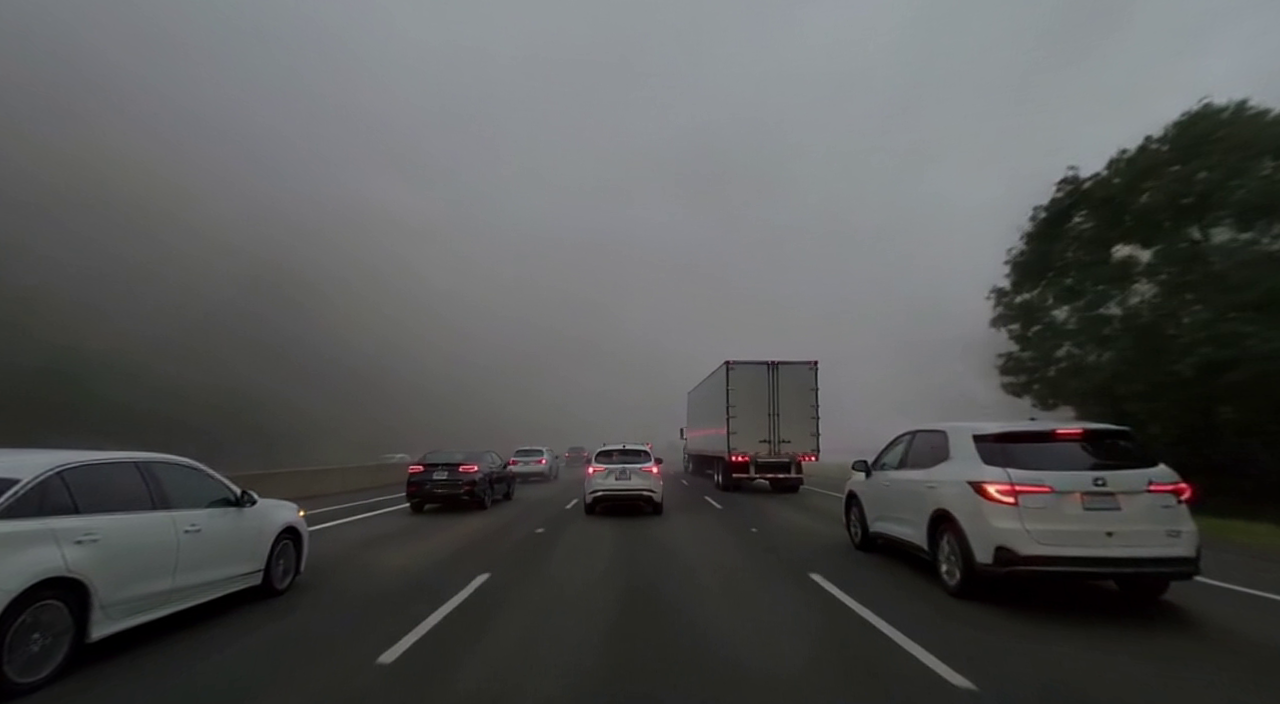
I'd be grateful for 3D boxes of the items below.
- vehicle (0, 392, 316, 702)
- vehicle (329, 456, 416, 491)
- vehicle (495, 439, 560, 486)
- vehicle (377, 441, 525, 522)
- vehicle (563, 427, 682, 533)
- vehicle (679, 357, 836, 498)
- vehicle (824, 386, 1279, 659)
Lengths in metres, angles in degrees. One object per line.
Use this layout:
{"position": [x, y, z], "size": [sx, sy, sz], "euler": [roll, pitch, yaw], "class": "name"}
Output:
{"position": [-4.281, 1.227, 4.559], "size": [1.789, 1.620, 3.841], "euler": [0, -9, 0], "class": "vehicle"}
{"position": [-12.190, 5.560, 29.084], "size": [1.923, 1.436, 4.605], "euler": [0, -9, 1], "class": "vehicle"}
{"position": [-4.653, 4.632, 26.612], "size": [1.959, 1.808, 3.790], "euler": [0, -9, 1], "class": "vehicle"}
{"position": [-3.984, 2.800, 14.154], "size": [1.923, 1.503, 4.293], "euler": [0, -9, 1], "class": "vehicle"}
{"position": [-0.301, 2.515, 12.938], "size": [2.037, 1.792, 4.194], "euler": [0, -9, 0], "class": "vehicle"}
{"position": [3.897, 3.394, 26.247], "size": [3.186, 4.111, 15.553], "euler": [0, -9, -1], "class": "vehicle"}
{"position": [3.653, 1.459, 6.467], "size": [2.076, 1.751, 4.666], "euler": [0, -9, 0], "class": "vehicle"}
